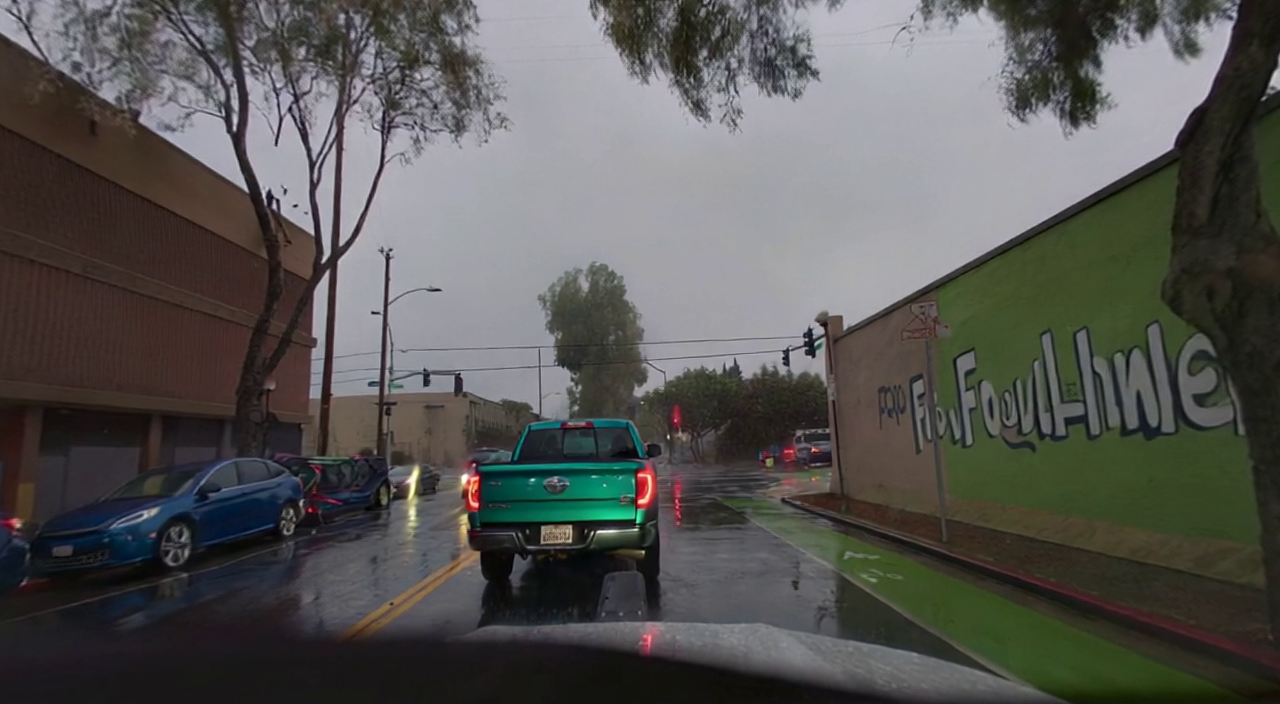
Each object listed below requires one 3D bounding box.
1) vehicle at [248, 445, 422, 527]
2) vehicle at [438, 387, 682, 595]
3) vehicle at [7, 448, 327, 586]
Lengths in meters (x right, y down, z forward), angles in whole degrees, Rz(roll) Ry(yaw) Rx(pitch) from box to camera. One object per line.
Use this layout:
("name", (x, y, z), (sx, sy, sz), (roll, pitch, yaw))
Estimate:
("vehicle", (-7.390, 3.235, 16.058), (1.884, 1.730, 5.076), (0, -8, 0))
("vehicle", (-0.706, 1.602, 8.140), (2.215, 1.882, 4.611), (0, -8, 1))
("vehicle", (-7.162, 2.454, 10.373), (1.882, 1.686, 4.489), (0, -8, -2))
